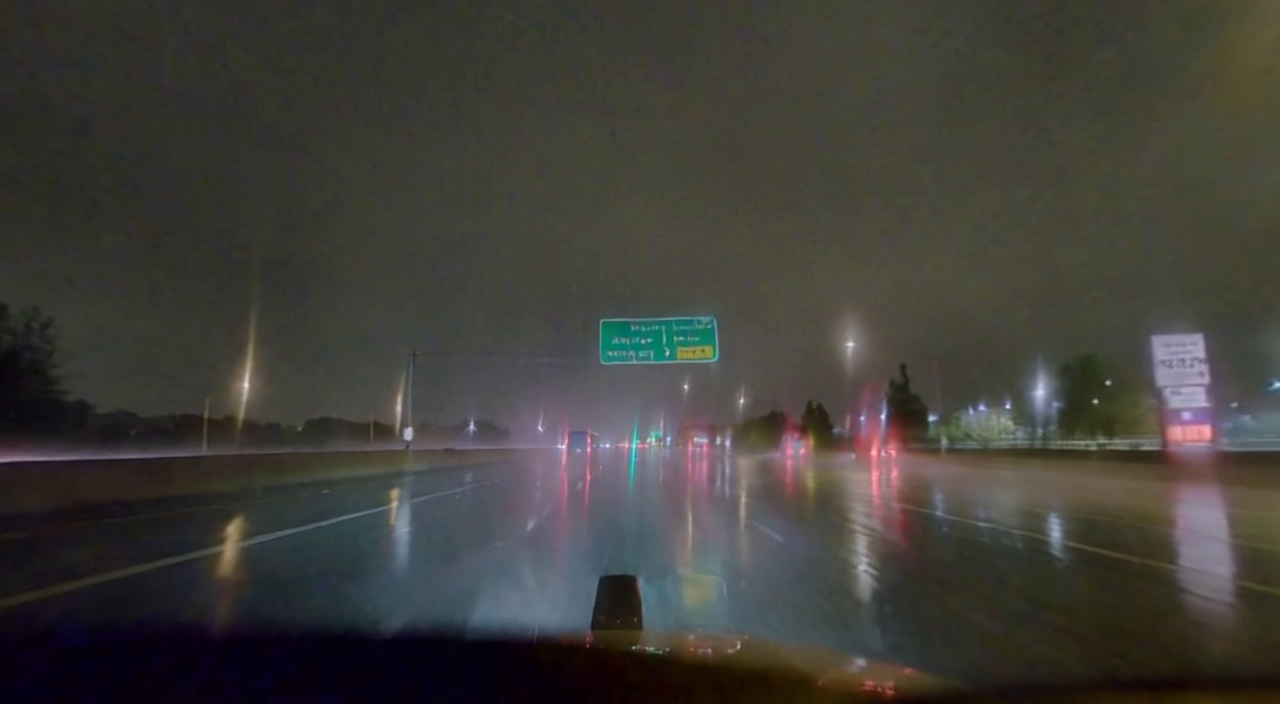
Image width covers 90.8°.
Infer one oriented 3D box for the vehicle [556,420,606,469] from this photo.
[{"bbox_3d":[-3.776,6.118,41.848,2.881,2.937,7.045,0,-9,-2],"label":"vehicle"}]
